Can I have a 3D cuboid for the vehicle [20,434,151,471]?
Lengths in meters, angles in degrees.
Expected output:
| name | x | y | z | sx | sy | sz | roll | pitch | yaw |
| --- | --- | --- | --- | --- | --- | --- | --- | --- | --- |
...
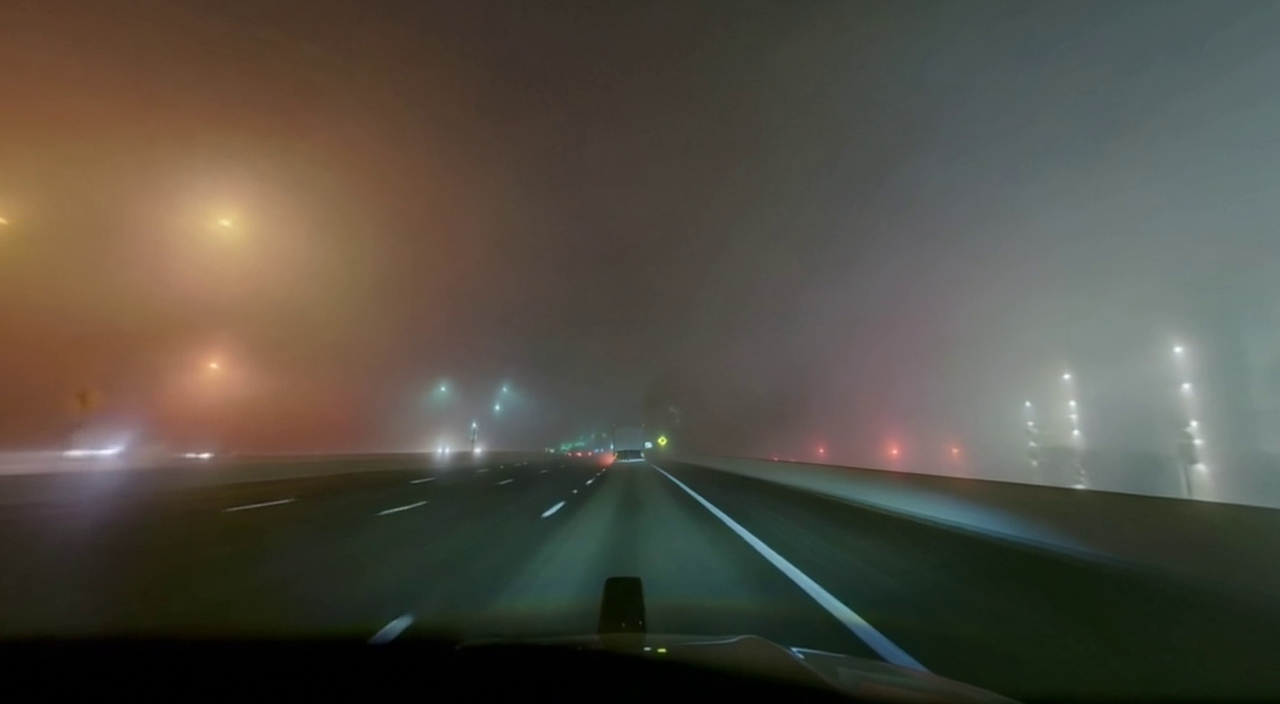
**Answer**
| name | x | y | z | sx | sy | sz | roll | pitch | yaw |
| --- | --- | --- | --- | --- | --- | --- | --- | --- | --- |
| vehicle | -32.570 | 5.938 | 37.408 | 2.559 | 1.947 | 5.829 | 0 | -9 | -1 |
